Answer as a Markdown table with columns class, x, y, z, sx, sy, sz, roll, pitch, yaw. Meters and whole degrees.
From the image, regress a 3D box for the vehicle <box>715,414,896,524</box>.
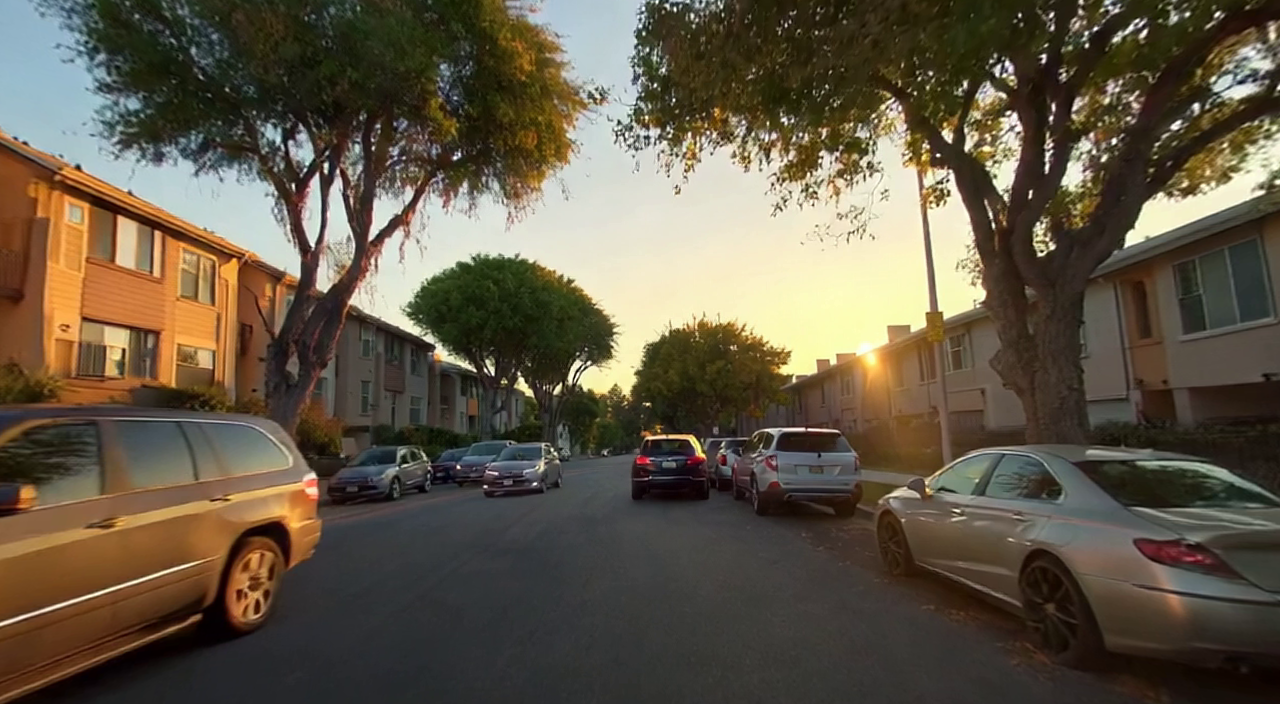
| class | x | y | z | sx | sy | sz | roll | pitch | yaw |
| --- | --- | --- | --- | --- | --- | --- | --- | --- | --- |
| vehicle | 3.057 | 2.333 | 13.109 | 2.082 | 1.799 | 5.207 | 0 | -9 | -3 |

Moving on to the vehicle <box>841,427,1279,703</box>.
| class | x | y | z | sx | sy | sz | roll | pitch | yaw |
| --- | --- | --- | --- | --- | --- | --- | --- | --- | --- |
| vehicle | 3.394 | 1.382 | 5.128 | 1.881 | 1.403 | 4.214 | 0 | -9 | -4 |

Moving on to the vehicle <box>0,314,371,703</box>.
| class | x | y | z | sx | sy | sz | roll | pitch | yaw |
| --- | --- | --- | --- | --- | --- | --- | --- | --- | --- |
| vehicle | -3.991 | 0.932 | 3.332 | 2.548 | 1.953 | 5.946 | 0 | -9 | 0 |

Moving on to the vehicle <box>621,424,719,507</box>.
| class | x | y | z | sx | sy | sz | roll | pitch | yaw |
| --- | --- | --- | --- | --- | --- | --- | --- | --- | --- |
| vehicle | 0.603 | 2.783 | 15.929 | 2.055 | 1.717 | 5.172 | 0 | -9 | 0 |

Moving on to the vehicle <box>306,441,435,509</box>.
| class | x | y | z | sx | sy | sz | roll | pitch | yaw |
| --- | --- | --- | --- | --- | --- | --- | --- | --- | --- |
| vehicle | -7.908 | 3.607 | 19.072 | 2.002 | 1.774 | 4.568 | 0 | -9 | -2 |

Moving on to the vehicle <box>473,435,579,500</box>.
| class | x | y | z | sx | sy | sz | roll | pitch | yaw |
| --- | --- | --- | --- | --- | --- | --- | --- | --- | --- |
| vehicle | -3.230 | 3.391 | 18.845 | 2.018 | 1.691 | 3.995 | -1 | -9 | 7 |
